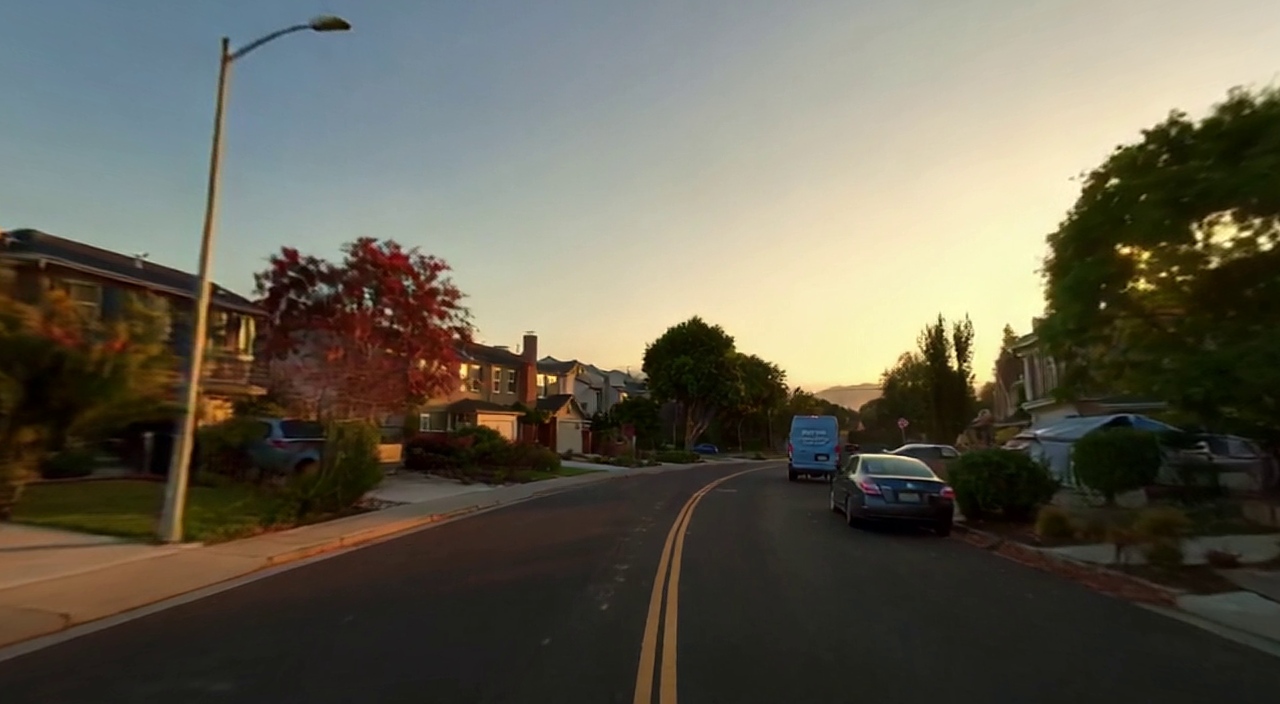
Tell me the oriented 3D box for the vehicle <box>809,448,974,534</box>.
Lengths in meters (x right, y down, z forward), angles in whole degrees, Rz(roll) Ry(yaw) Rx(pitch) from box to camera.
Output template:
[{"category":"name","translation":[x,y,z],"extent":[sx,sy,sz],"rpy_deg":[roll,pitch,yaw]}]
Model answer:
[{"category":"vehicle","translation":[4.641,2.565,12.391],"extent":[1.835,1.349,4.285],"rpy_deg":[-1,-9,6]}]

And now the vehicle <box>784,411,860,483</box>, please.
[{"category":"vehicle","translation":[7.884,4.085,27.247],"extent":[2.684,2.712,6.197],"rpy_deg":[-3,-9,17]}]
